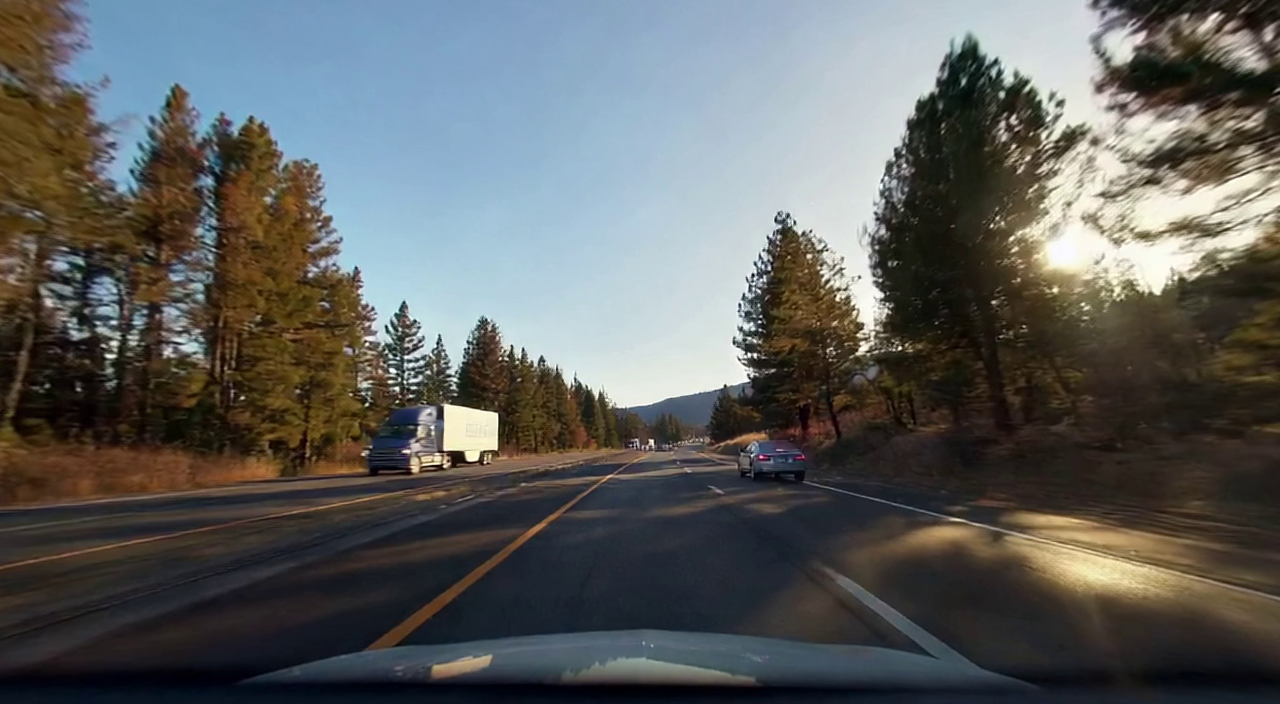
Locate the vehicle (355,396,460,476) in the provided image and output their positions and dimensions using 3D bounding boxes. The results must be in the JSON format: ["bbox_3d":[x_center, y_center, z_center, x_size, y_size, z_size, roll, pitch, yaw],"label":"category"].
[{"bbox_3d":[-12.798,4.773,35.585,2.992,4.036,7.069,0,-8,1],"label":"vehicle"}]

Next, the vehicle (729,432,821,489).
[{"bbox_3d":[4.468,3.682,21.734,2.098,1.703,4.862,0,-8,0],"label":"vehicle"}]
